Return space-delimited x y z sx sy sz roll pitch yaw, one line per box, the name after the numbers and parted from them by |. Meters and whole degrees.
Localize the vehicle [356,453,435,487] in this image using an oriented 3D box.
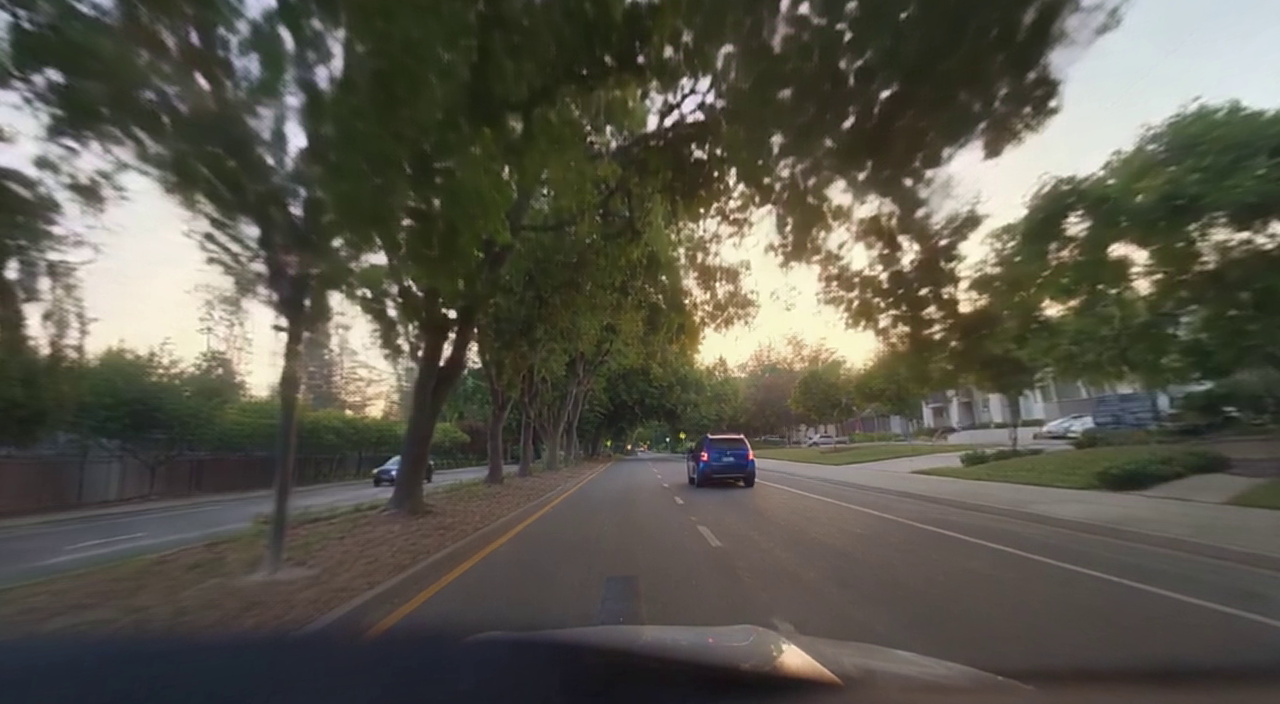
-11.771 5.690 30.813 1.968 1.476 4.631 0 -9 1 | vehicle

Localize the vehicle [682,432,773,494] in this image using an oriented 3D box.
2.621 3.462 20.020 2.164 1.725 4.285 0 -9 -1 | vehicle
